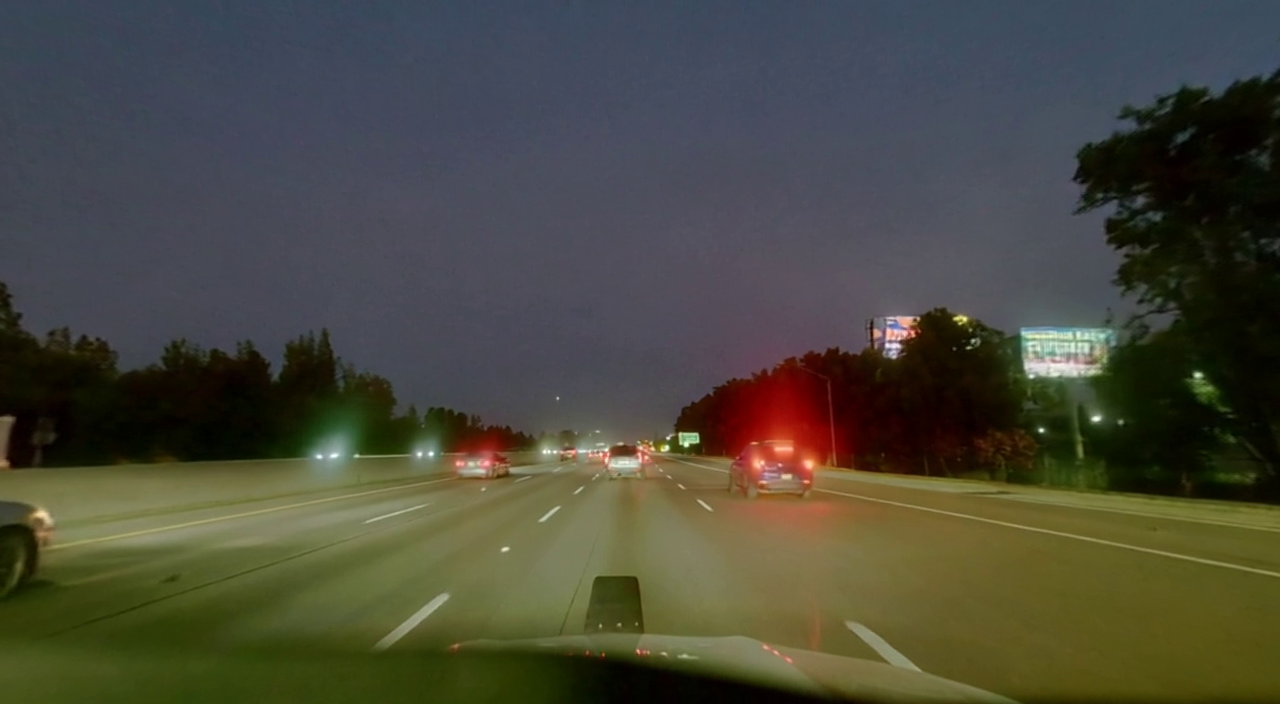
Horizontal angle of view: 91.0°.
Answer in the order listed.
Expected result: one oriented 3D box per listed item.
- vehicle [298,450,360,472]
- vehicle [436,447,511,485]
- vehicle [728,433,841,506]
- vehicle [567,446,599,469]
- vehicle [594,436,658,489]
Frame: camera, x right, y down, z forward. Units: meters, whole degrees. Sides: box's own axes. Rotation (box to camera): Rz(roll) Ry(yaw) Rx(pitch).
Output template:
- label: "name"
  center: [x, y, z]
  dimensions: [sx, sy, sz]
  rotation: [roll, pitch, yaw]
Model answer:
- label: "vehicle"
  center: [-22.858, 8.011, 46.508]
  dimensions: [2.136, 1.504, 4.633]
  rotation: [0, -9, 0]
- label: "vehicle"
  center: [-7.049, 4.876, 27.236]
  dimensions: [1.892, 1.468, 4.792]
  rotation: [0, -9, 0]
- label: "vehicle"
  center: [3.773, 3.141, 17.320]
  dimensions: [1.925, 1.716, 4.378]
  rotation: [0, -9, -2]
- label: "vehicle"
  center: [-4.032, 7.541, 45.144]
  dimensions: [1.889, 1.522, 4.465]
  rotation: [0, -9, -1]
- label: "vehicle"
  center: [-0.478, 4.069, 23.607]
  dimensions: [2.127, 1.749, 4.776]
  rotation: [0, -9, 0]
